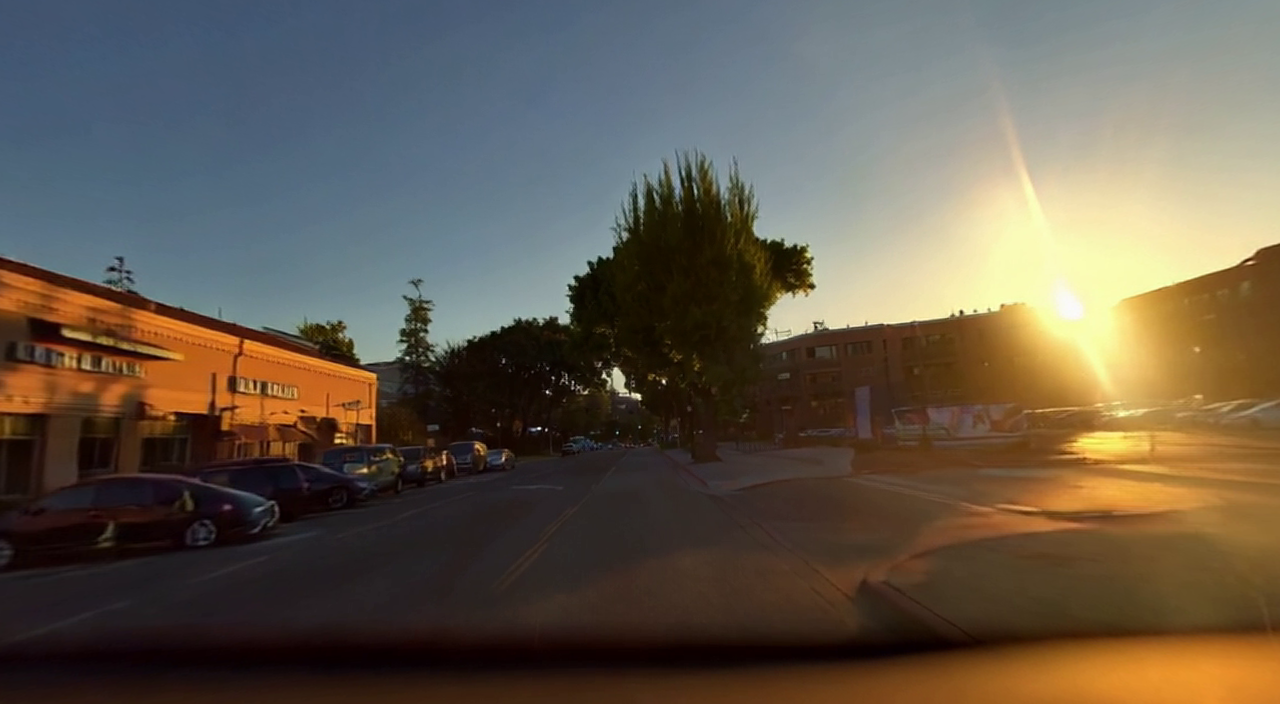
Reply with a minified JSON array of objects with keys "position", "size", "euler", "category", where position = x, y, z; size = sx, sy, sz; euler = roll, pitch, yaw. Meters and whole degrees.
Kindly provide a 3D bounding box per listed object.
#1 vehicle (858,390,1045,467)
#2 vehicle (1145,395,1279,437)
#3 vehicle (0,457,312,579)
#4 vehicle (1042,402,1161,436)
[{"position":[10.984,2.716,22.476],"size":[5.453,1.794,2.011],"euler":[-9,-6,-2],"category":"vehicle"},{"position":[23.215,2.556,24.917],"size":[4.746,1.536,1.914],"euler":[0,-9,-1],"category":"vehicle"},{"position":[-8.604,2.750,10.923],"size":[1.879,1.543,4.778],"euler":[-13,-13,43],"category":"vehicle"},{"position":[23.787,3.495,32.549],"size":[4.521,1.634,1.996],"euler":[0,-9,0],"category":"vehicle"}]
